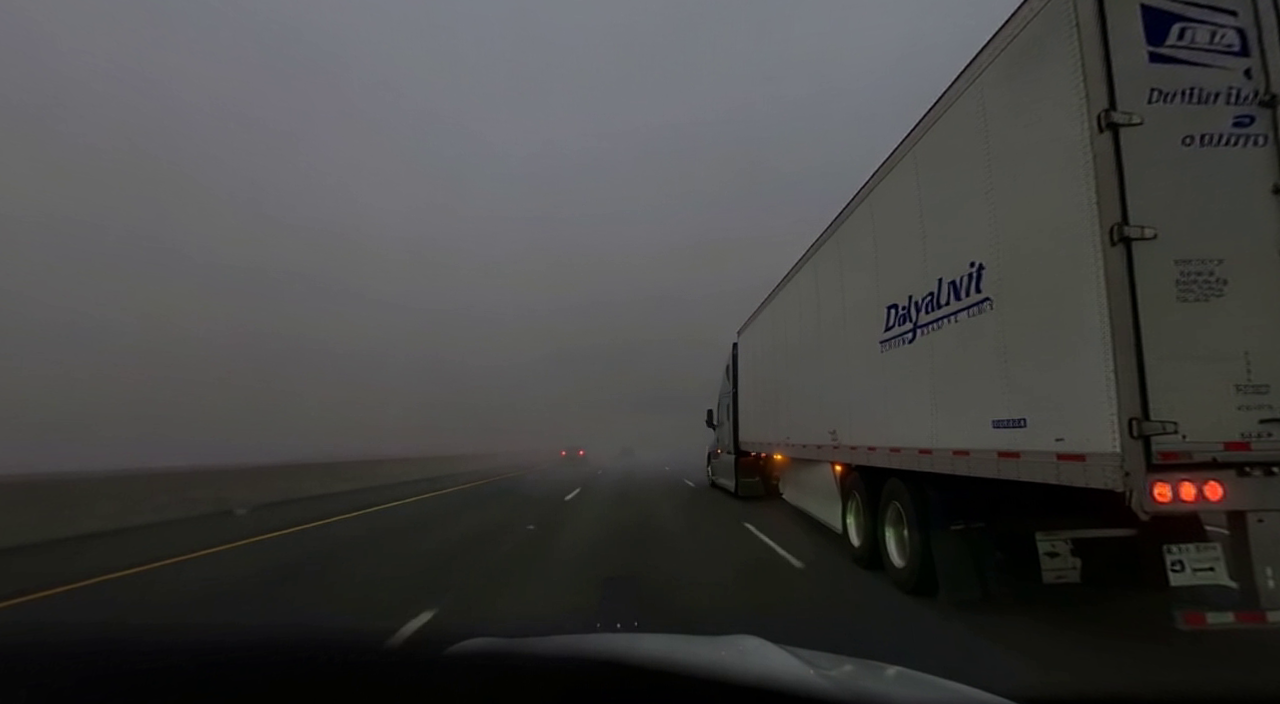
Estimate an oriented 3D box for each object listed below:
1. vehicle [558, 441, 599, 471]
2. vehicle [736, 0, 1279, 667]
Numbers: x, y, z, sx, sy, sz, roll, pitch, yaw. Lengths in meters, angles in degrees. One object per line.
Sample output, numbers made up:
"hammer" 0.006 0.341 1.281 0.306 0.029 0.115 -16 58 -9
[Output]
"vehicle" -3.574 6.119 37.372 2.030 1.657 3.926 0 -8 0
"vehicle" 3.944 0.622 10.106 2.962 4.132 12.720 0 -8 1
